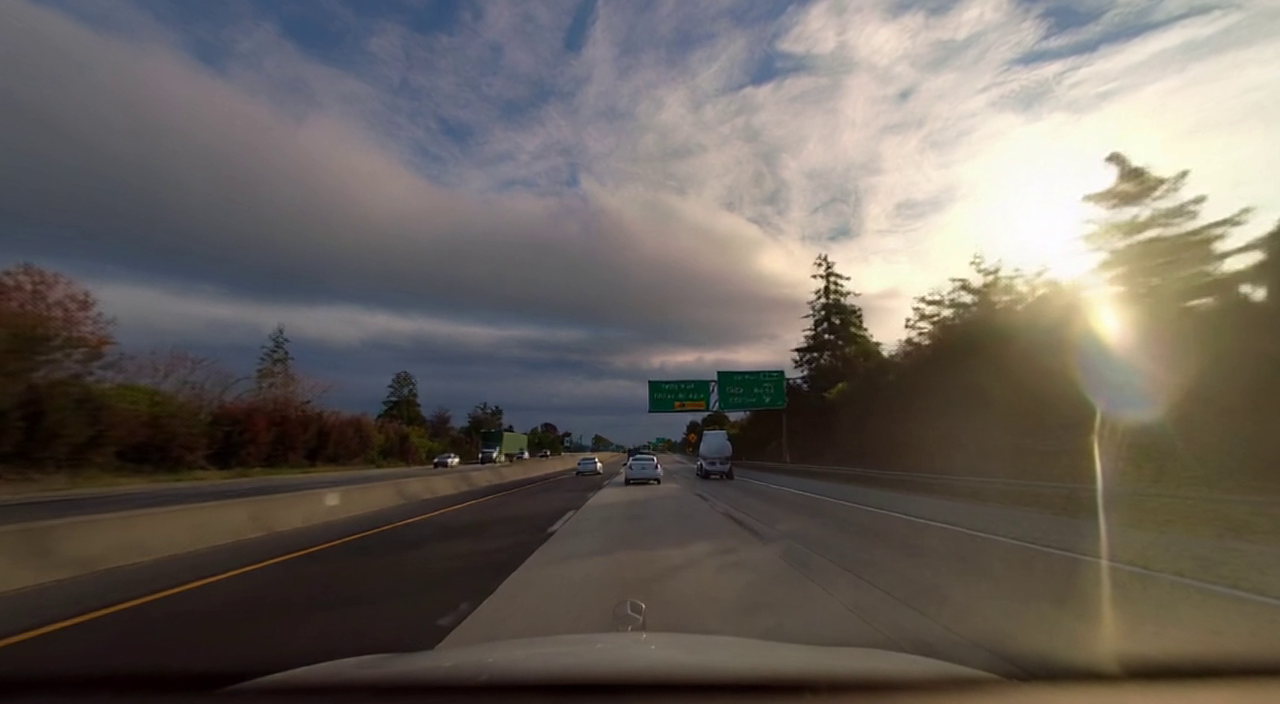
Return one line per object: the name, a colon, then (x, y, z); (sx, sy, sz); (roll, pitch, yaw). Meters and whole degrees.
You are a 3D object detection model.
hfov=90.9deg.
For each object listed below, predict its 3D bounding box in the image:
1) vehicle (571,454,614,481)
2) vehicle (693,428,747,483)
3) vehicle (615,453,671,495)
vehicle: (-2.718, 6.691, 36.743); (2.105, 1.467, 4.099); (0, -9, 1)
vehicle: (5.018, 6.359, 38.678); (2.650, 2.978, 6.937); (-3, -10, 11)
vehicle: (0.090, 4.858, 25.446); (2.089, 1.516, 4.191); (0, -9, -1)
